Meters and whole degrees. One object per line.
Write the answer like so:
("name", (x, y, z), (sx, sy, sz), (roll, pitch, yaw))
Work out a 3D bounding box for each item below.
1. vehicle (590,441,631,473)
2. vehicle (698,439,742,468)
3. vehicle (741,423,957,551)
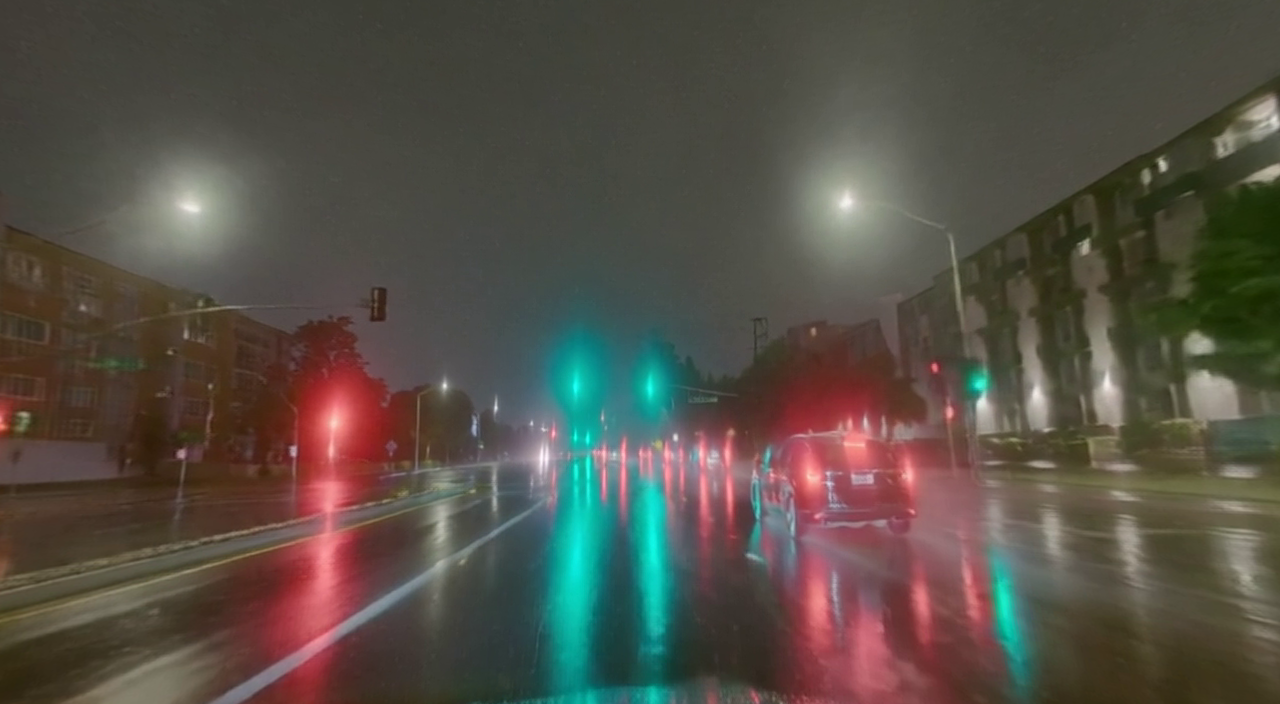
("vehicle", (-1.571, 5.698, 34.510), (2.101, 1.641, 4.341), (0, -9, -2))
("vehicle", (5.432, 6.980, 43.652), (2.052, 1.886, 5.297), (1, -9, -4))
("vehicle", (3.142, 2.131, 10.729), (1.893, 1.664, 4.670), (0, -9, -2))
